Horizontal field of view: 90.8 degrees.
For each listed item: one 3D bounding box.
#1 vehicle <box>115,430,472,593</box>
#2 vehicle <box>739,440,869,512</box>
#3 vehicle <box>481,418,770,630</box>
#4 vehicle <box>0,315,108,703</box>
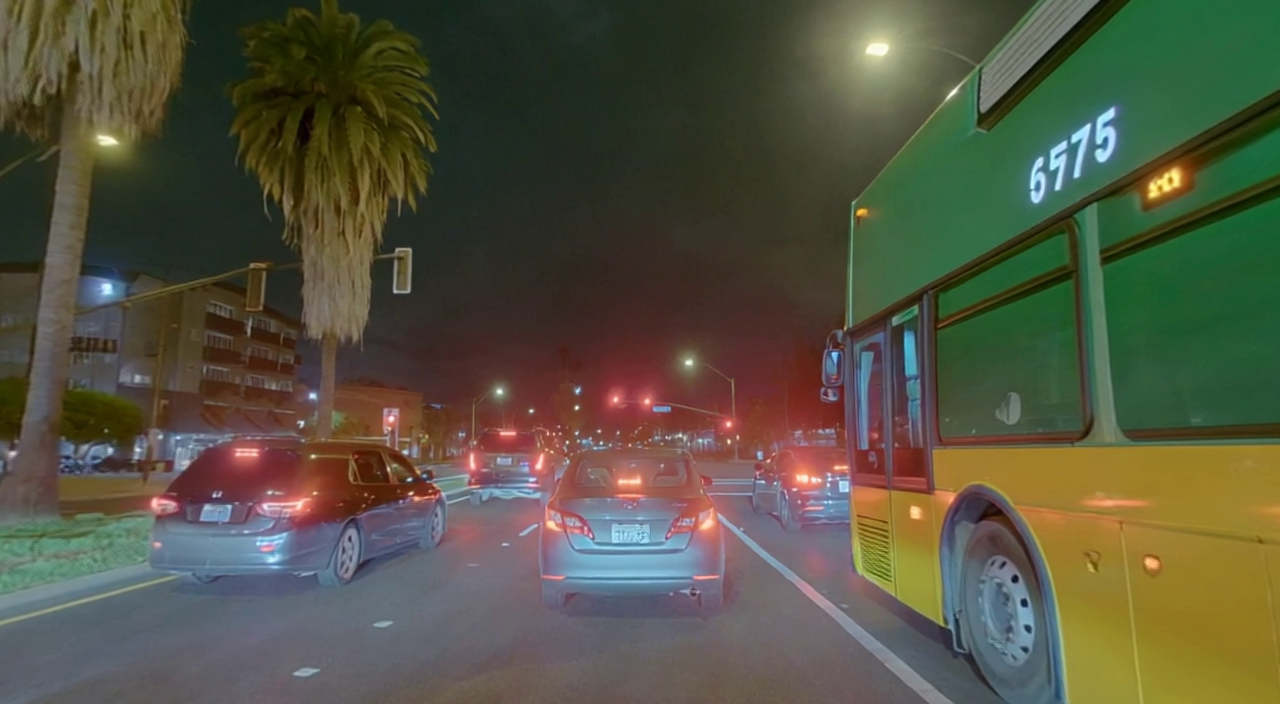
[{"bbox_3d":[-3.627,1.724,7.716,1.919,1.415,4.178,0,-9,1],"label":"vehicle"},{"bbox_3d":[3.720,2.881,15.216,1.989,1.467,4.364,0,-9,1],"label":"vehicle"},{"bbox_3d":[-0.113,1.525,6.516,2.060,1.499,3.831,0,-9,0],"label":"vehicle"},{"bbox_3d":[-3.567,0.469,0.314,2.145,1.824,4.974,0,-9,2],"label":"vehicle"}]
